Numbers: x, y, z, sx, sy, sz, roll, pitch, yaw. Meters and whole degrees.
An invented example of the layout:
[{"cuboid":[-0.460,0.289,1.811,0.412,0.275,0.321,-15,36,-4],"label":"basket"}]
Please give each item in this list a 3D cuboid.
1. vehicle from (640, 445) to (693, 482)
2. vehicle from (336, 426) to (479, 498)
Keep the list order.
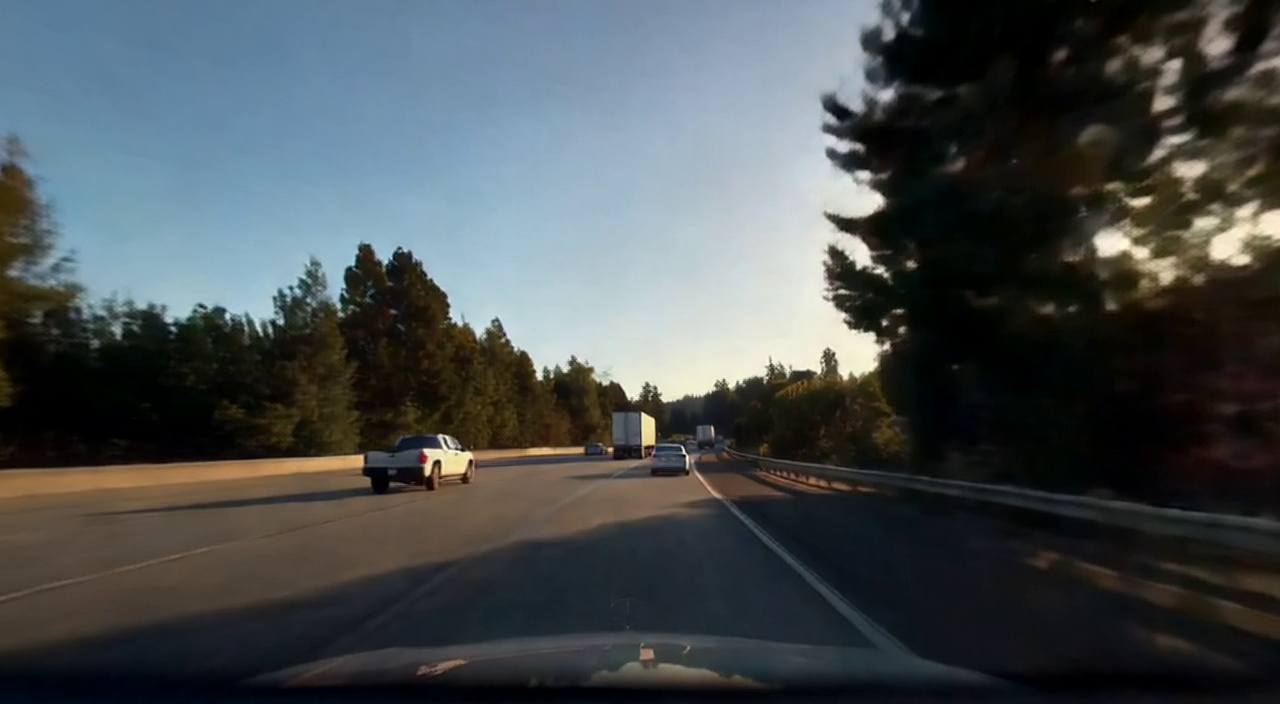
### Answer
[{"cuboid":[1.110,4.482,25.672,1.984,1.365,3.767,-1,-9,3],"label":"vehicle"},{"cuboid":[-6.564,3.174,18.563,2.142,1.833,4.854,-1,-9,3],"label":"vehicle"}]
